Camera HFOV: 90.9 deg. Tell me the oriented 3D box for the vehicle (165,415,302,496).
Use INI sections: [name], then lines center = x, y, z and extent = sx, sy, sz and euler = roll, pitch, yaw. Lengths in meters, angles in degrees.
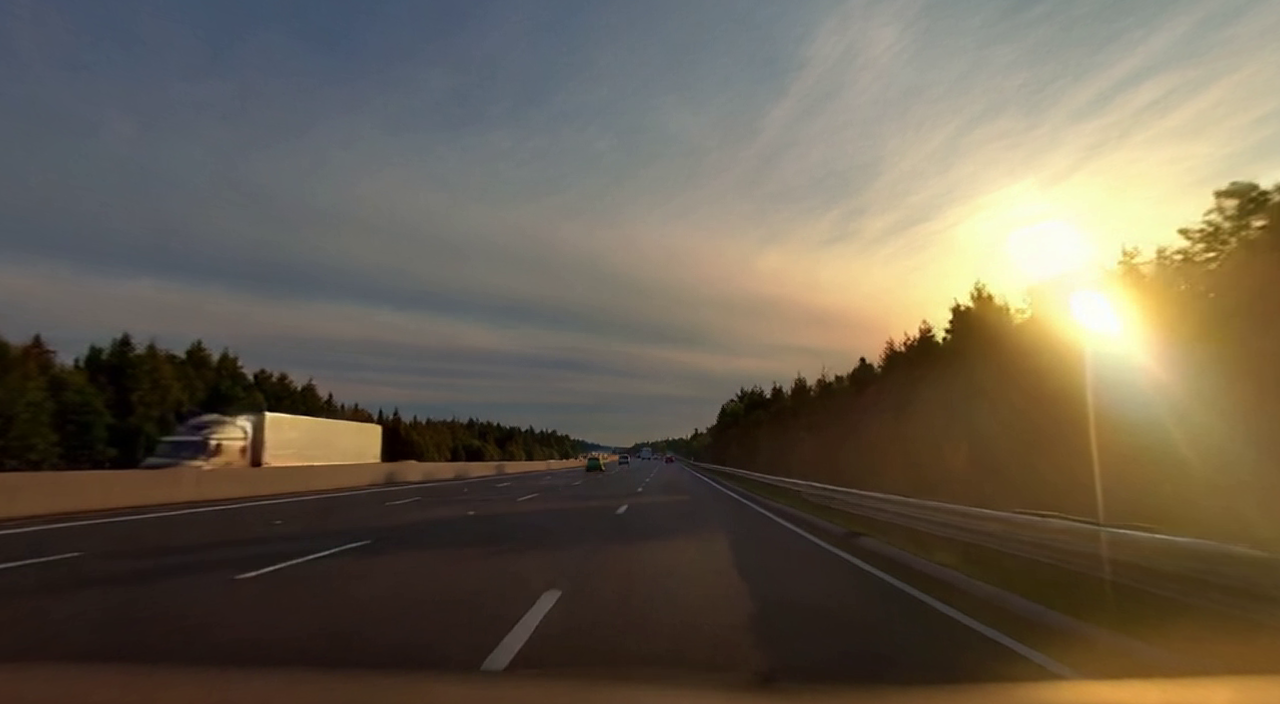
[vehicle]
center = -20.951, 5.398, 32.972
extent = 2.894, 3.817, 5.897
euler = -1, -9, 2
